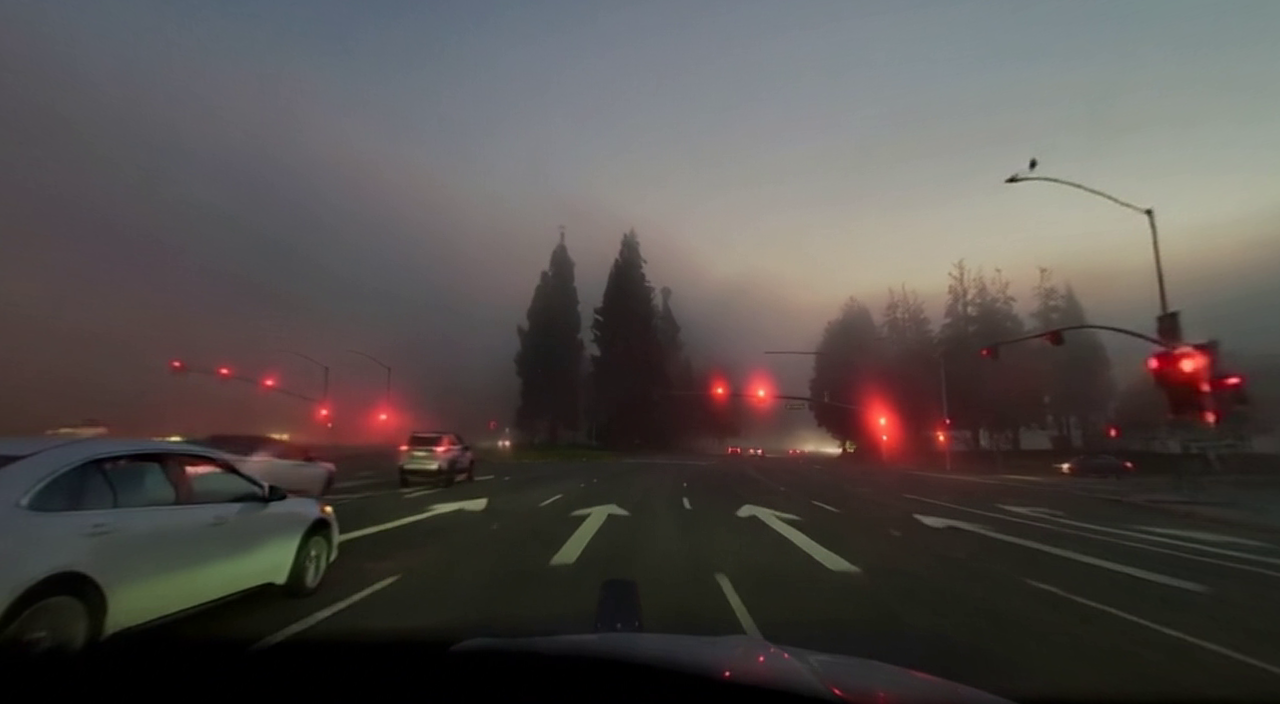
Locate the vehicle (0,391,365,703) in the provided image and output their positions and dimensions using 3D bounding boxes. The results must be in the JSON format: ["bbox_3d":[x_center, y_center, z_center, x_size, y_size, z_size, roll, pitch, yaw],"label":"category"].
[{"bbox_3d":[-3.453,1.038,3.443,1.934,1.463,4.220,0,-9,1],"label":"vehicle"}]

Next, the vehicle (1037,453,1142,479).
[{"bbox_3d":[26.854,6.825,37.895,4.636,1.433,1.930,-2,-9,12],"label":"vehicle"}]

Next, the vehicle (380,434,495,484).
[{"bbox_3d":[-6.720,3.612,21.635,2.016,1.501,4.903,-1,-9,4],"label":"vehicle"}]
